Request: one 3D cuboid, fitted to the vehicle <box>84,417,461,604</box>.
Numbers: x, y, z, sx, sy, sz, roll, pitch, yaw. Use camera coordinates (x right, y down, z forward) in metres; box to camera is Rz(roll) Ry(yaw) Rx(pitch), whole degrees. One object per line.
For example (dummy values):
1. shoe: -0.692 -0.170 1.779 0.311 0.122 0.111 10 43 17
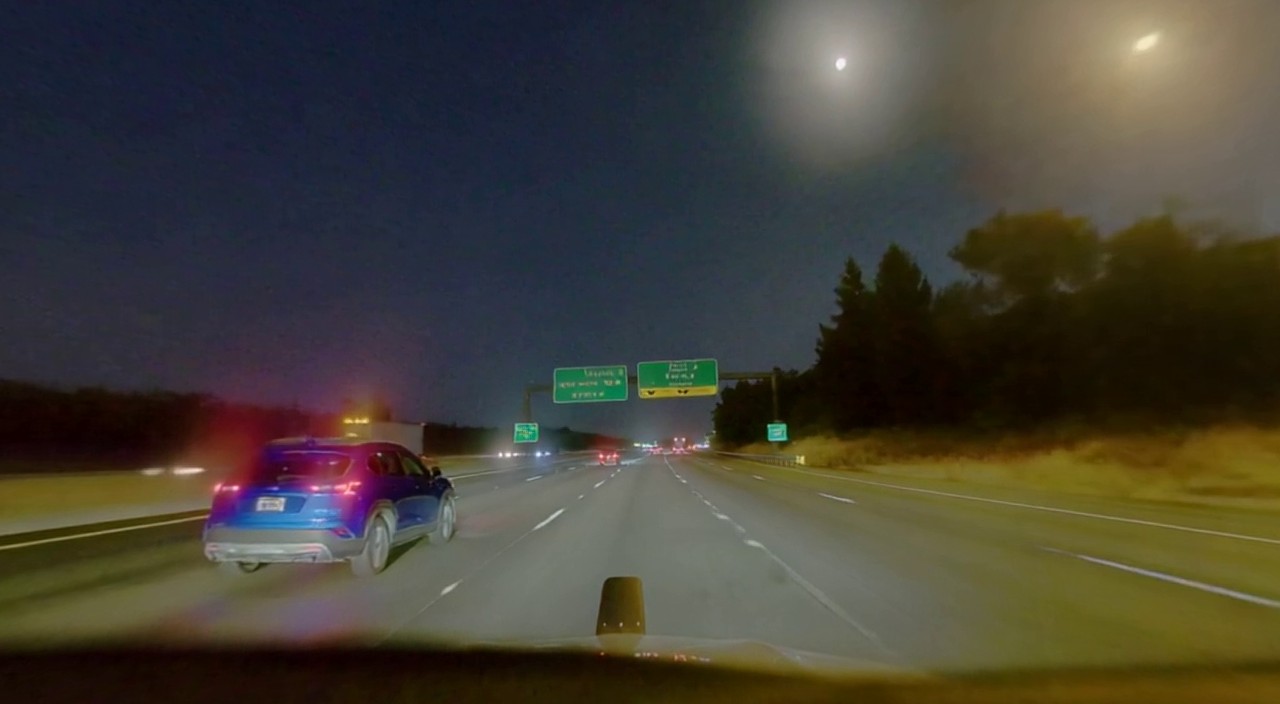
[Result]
1. vehicle: -3.810 1.700 7.645 2.016 1.623 4.126 0 -9 1
